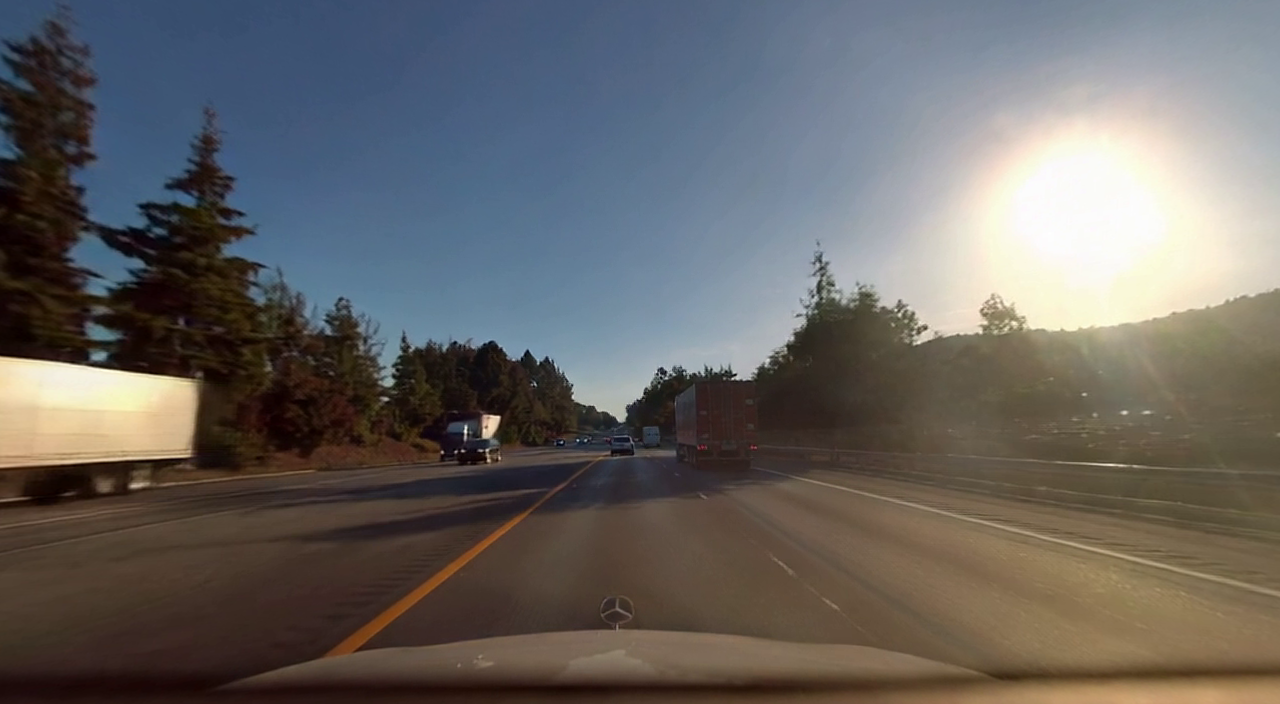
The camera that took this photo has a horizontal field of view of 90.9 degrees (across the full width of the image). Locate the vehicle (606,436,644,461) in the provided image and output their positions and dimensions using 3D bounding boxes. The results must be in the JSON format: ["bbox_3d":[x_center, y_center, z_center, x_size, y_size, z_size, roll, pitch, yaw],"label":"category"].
[{"bbox_3d":[-0.896,5.881,38.641,2.259,1.466,3.693,0,-7,-1],"label":"vehicle"}]

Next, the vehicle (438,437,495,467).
[{"bbox_3d":[-9.223,5.330,33.840,1.961,1.504,3.762,0,-7,0],"label":"vehicle"}]

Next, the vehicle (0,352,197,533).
[{"bbox_3d":[-13.804,1.842,12.703,2.961,3.458,9.579,-1,-7,-1],"label":"vehicle"}]

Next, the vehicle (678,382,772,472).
[{"bbox_3d":[3.593,3.481,28.952,2.921,3.526,8.207,0,-7,-2],"label":"vehicle"}]
